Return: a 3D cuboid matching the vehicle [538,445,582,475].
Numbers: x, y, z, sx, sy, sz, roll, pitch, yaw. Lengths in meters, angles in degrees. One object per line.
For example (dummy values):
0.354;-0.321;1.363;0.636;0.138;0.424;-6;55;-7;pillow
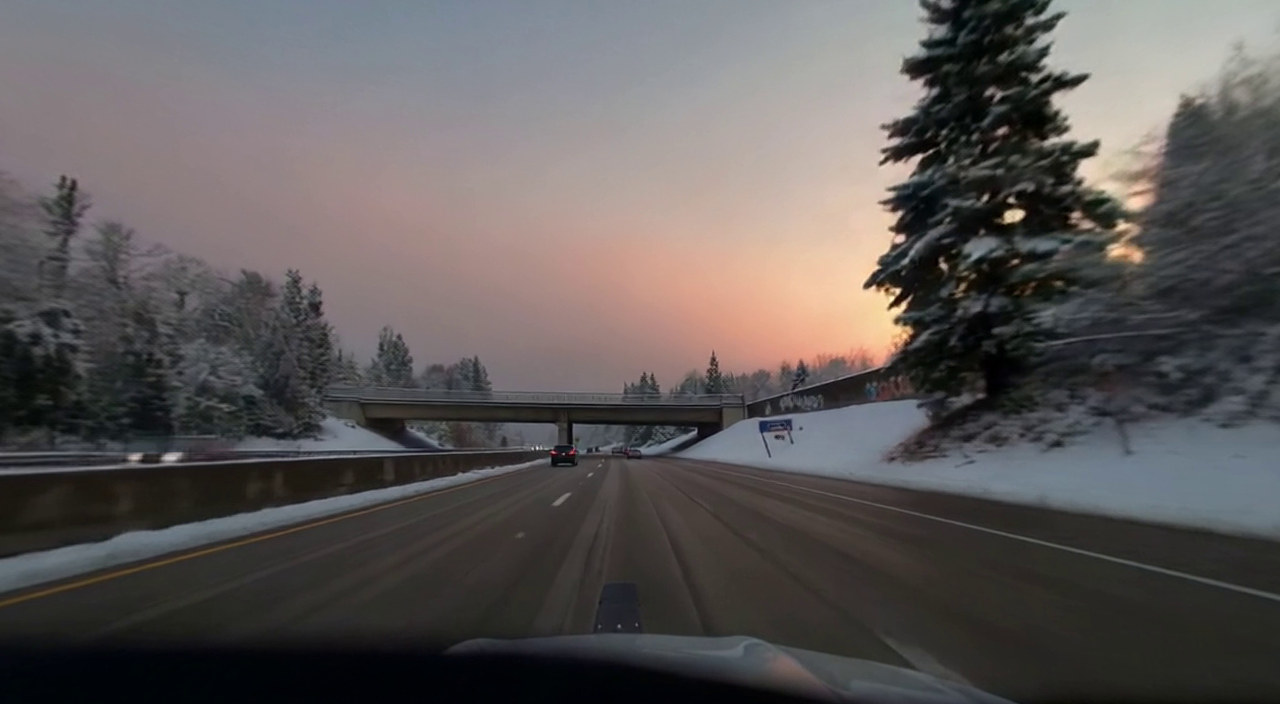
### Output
-4.099;5.605;32.778;1.871;1.459;3.771;0;-9;-1;vehicle
